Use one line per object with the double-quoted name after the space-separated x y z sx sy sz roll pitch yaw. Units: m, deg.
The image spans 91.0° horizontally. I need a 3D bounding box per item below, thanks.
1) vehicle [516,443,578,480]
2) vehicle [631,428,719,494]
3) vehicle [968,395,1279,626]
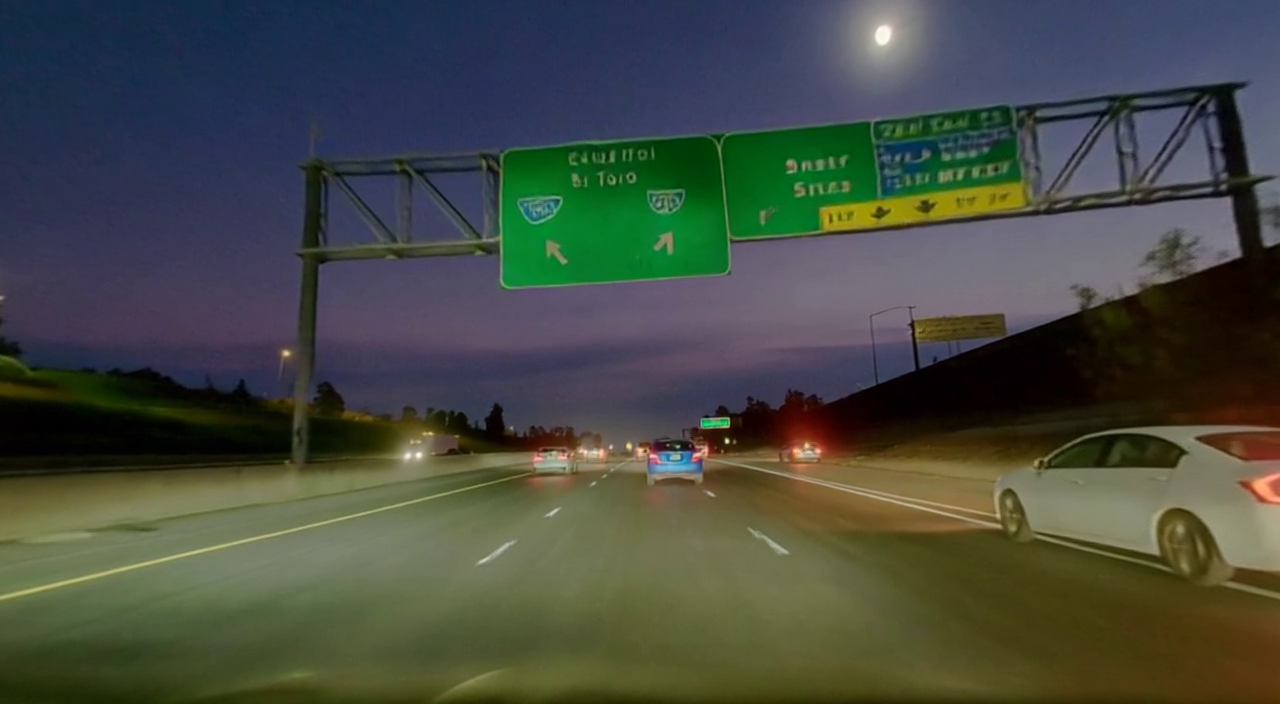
-4.013 4.802 27.889 2.031 1.491 4.145 0 -9 1 "vehicle"
0.903 3.223 18.881 2.202 1.748 4.158 1 -9 -3 "vehicle"
5.639 1.445 6.504 2.055 1.656 4.370 0 -9 -1 "vehicle"
